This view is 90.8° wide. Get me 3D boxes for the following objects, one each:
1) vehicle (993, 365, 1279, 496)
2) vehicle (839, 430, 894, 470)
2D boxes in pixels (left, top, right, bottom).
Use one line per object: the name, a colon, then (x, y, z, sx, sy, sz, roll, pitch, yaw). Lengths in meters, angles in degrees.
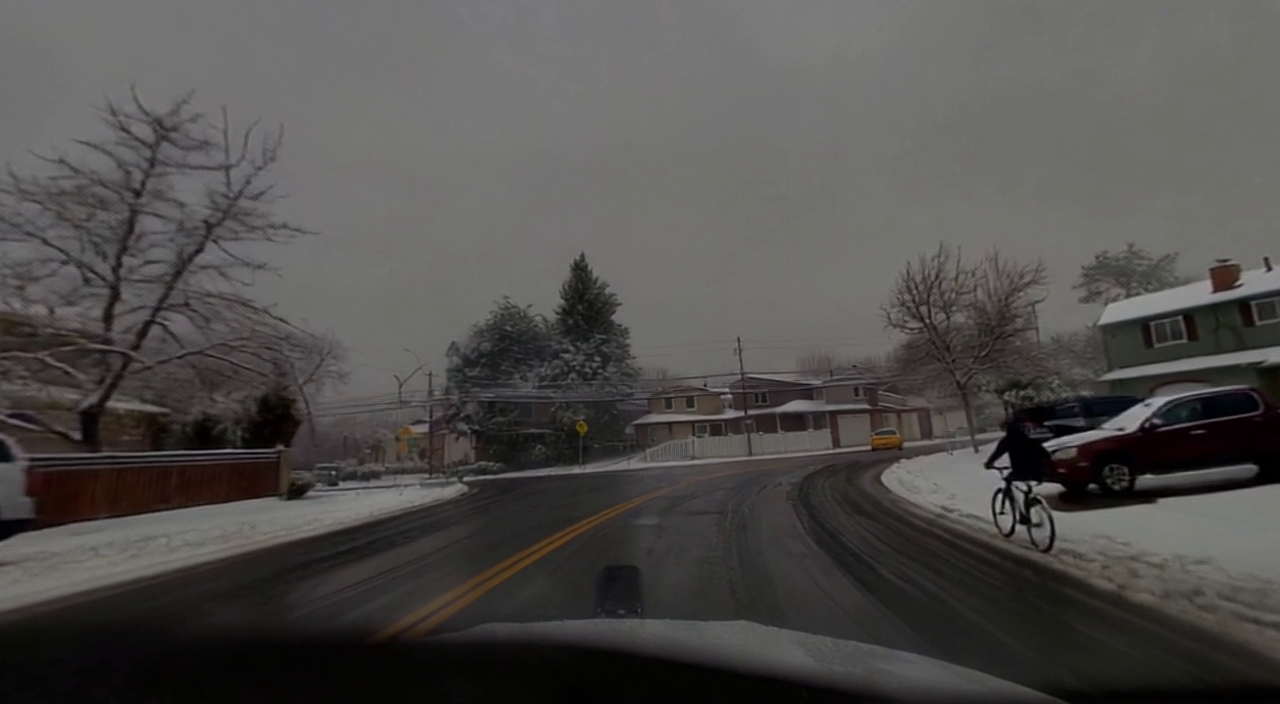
vehicle: (10.773, 1.462, 12.311, 6.099, 1.973, 2.450, -6, -9, 7)
vehicle: (10.644, 4.560, 29.518, 2.105, 1.705, 4.392, -4, -9, 22)
